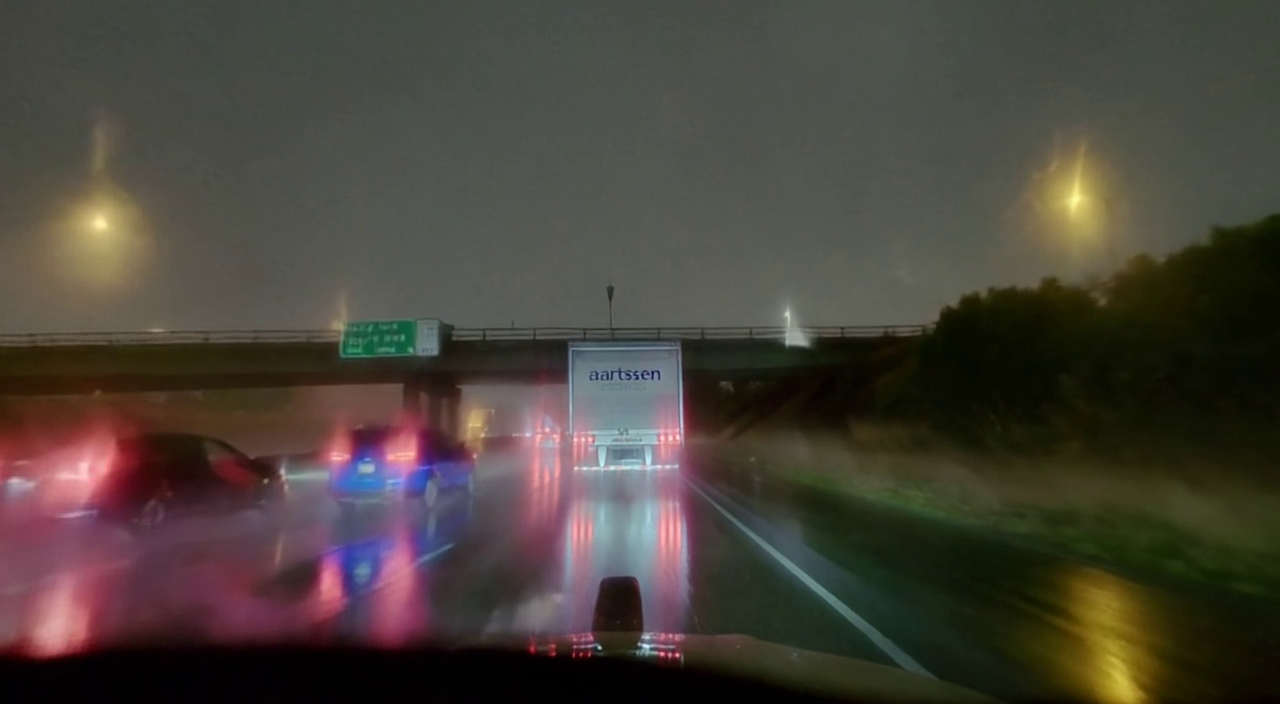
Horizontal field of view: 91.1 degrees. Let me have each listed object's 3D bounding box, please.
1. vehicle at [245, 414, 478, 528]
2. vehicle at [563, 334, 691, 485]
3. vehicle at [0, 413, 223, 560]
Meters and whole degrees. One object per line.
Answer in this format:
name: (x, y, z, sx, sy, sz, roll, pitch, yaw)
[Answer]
vehicle: (-4.676, 2.056, 11.603, 2.052, 1.639, 4.894, 0, -8, 0)
vehicle: (-0.428, 2.250, 22.520, 3.442, 4.106, 10.719, 0, -8, -1)
vehicle: (-7.867, 1.643, 8.167, 1.944, 1.565, 4.383, 0, -8, -1)
